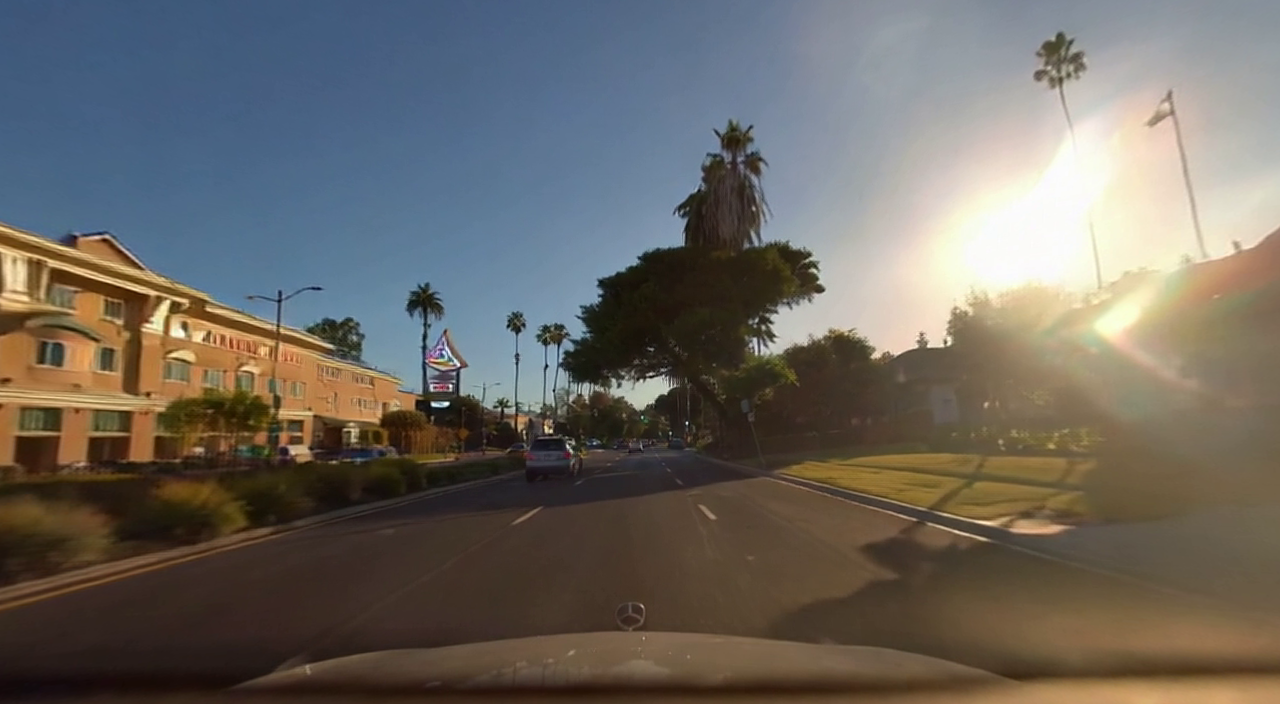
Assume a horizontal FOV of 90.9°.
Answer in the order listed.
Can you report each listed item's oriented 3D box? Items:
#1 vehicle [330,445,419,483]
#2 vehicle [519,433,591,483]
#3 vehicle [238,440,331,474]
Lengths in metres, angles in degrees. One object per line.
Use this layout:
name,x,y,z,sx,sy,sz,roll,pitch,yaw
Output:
vehicle,-11.114,4.696,26.731,1.930,1.480,4.115,0,-8,1
vehicle,-3.109,3.997,24.080,2.062,1.693,4.669,0,-8,1
vehicle,-22.266,6.590,39.819,2.452,1.859,5.964,-3,-9,0
